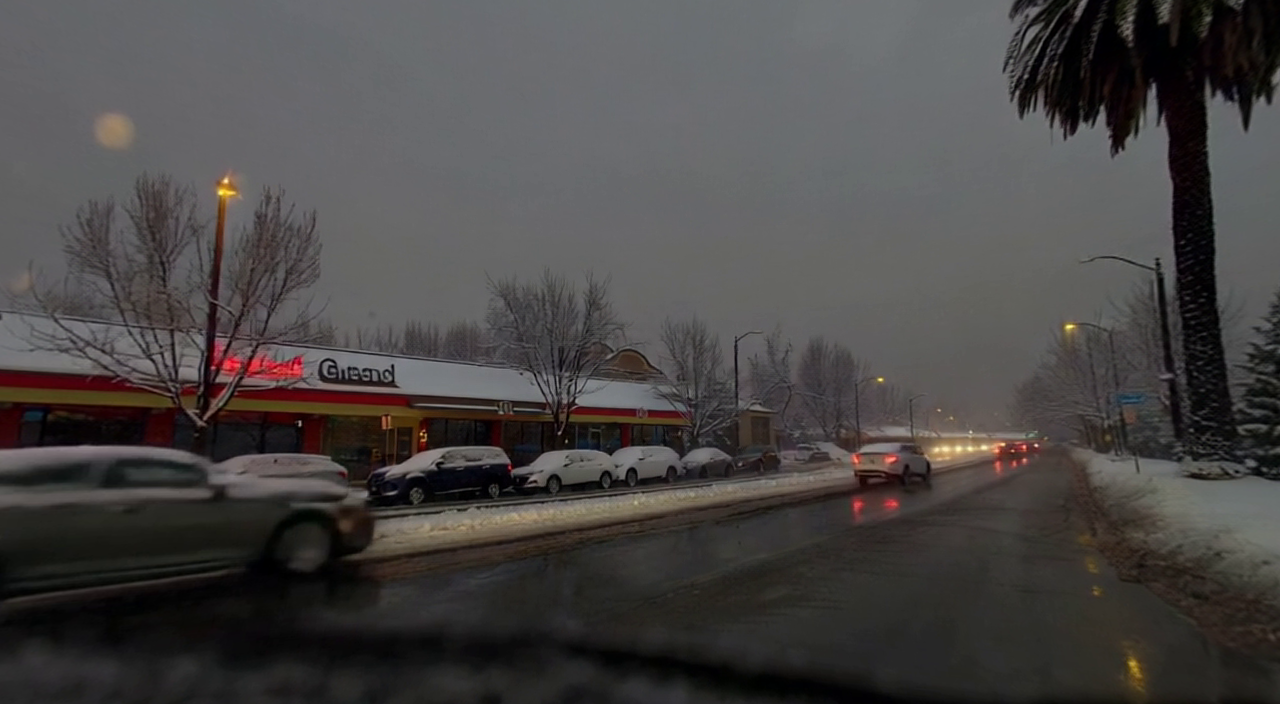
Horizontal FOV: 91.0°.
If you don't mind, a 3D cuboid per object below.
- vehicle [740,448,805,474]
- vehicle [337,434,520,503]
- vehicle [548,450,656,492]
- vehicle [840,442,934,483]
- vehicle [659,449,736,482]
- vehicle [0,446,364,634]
[{"bbox_3d":[8.056,6.537,38.051,1.981,1.493,4.721,-6,-11,36],"label":"vehicle"},{"bbox_3d":[-6.167,3.593,18.990,1.989,1.792,4.884,-9,-15,35],"label":"vehicle"},{"bbox_3d":[-1.386,4.648,25.001,1.837,1.468,4.389,-6,-11,37],"label":"vehicle"},{"bbox_3d":[10.492,4.577,26.472,2.232,1.513,5.090,-6,-11,37],"label":"vehicle"},{"bbox_3d":[2.876,5.495,30.843,1.776,1.448,4.137,-6,-11,37],"label":"vehicle"},{"bbox_3d":[-5.560,1.637,6.009,4.918,1.461,2.139,7,-11,-36],"label":"vehicle"}]
